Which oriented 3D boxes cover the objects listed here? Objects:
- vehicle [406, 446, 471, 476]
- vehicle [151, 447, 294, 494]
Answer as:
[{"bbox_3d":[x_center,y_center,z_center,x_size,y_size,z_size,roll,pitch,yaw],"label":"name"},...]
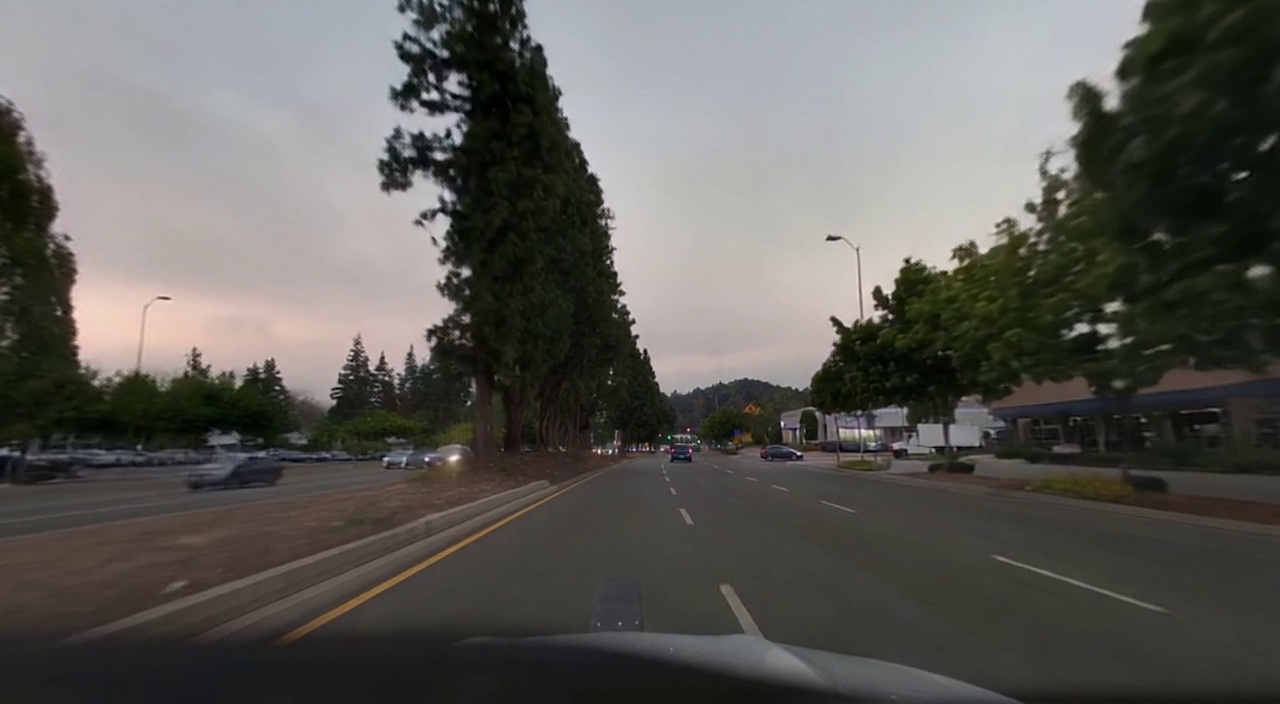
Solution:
[{"bbox_3d":[-10.420,5.653,33.054,1.930,1.449,4.361,-1,-9,1],"label":"vehicle"},{"bbox_3d":[-14.310,4.047,22.068,1.850,1.453,4.648,0,-9,0],"label":"vehicle"}]
